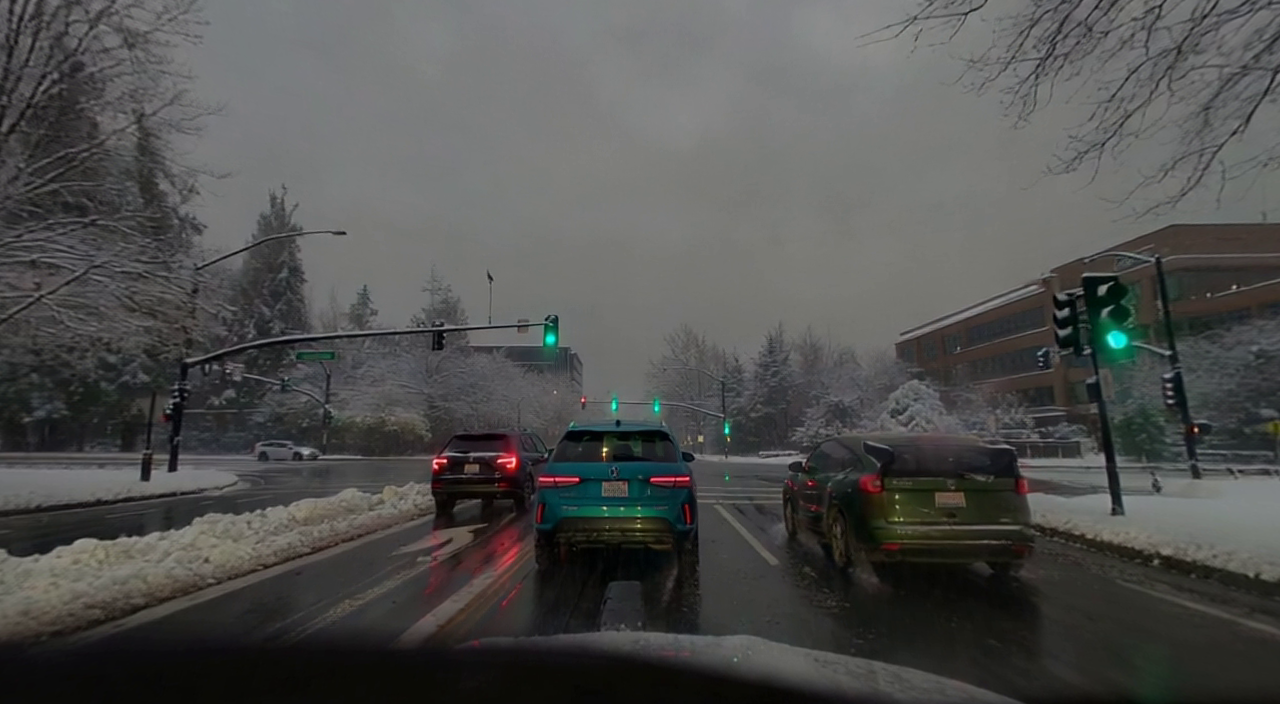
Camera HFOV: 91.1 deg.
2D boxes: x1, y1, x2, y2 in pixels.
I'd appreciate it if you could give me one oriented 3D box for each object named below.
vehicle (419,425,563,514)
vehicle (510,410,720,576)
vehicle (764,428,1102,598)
[{"bbox_3d":[-3.014,2.482,13.691,1.987,1.633,4.005,0,-8,3],"label":"vehicle"},{"bbox_3d":[-0.237,1.738,8.509,2.108,1.654,4.235,0,-8,1],"label":"vehicle"},{"bbox_3d":[3.019,1.753,7.828,2.056,1.468,4.520,0,-8,0],"label":"vehicle"}]
